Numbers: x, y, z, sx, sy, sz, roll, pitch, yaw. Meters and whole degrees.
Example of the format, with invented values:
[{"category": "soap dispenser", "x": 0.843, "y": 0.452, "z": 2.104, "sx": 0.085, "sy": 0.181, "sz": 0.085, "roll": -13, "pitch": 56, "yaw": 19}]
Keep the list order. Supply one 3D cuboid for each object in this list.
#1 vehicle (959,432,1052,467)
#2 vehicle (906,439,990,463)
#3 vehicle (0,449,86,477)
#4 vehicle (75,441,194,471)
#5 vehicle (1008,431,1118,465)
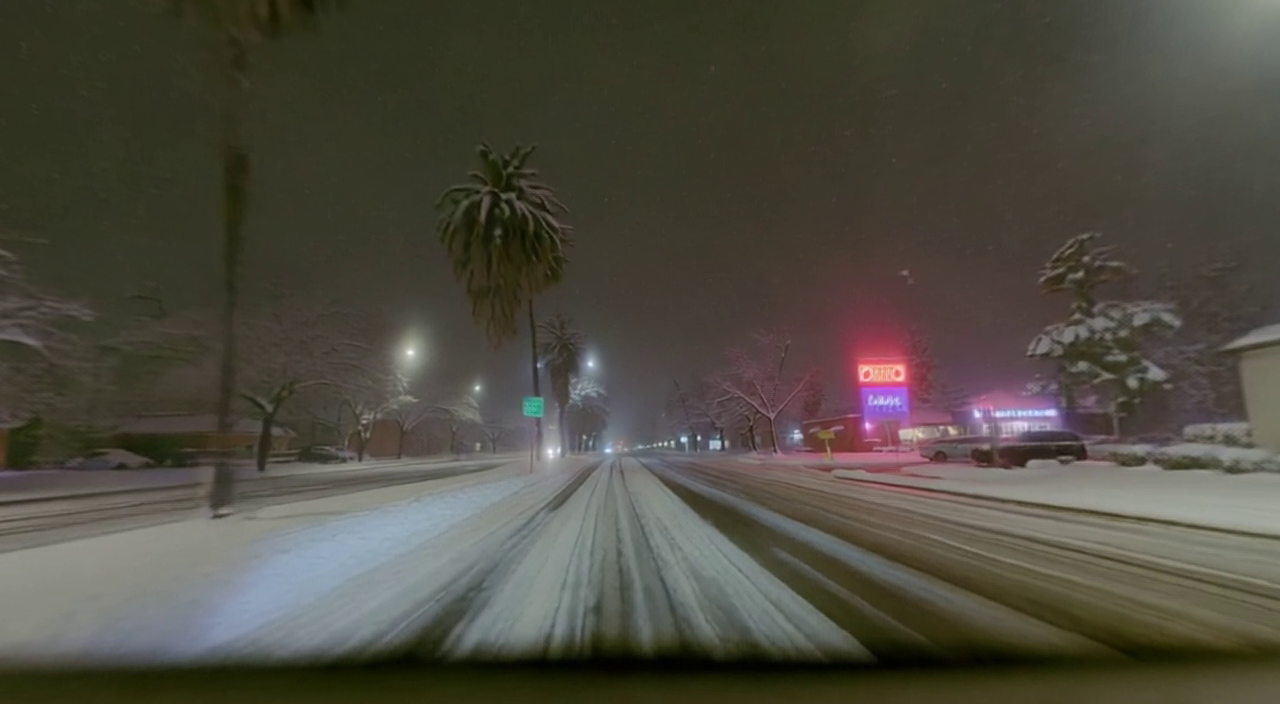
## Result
[{"category": "vehicle", "x": 17.067, "y": 4.582, "z": 29.747, "sx": 1.852, "sy": 1.487, "sz": 3.896, "roll": 0, "pitch": -8, "yaw": -4}, {"category": "vehicle", "x": 19.543, "y": 6.265, "z": 40.155, "sx": 4.382, "sy": 1.463, "sz": 1.869, "roll": 1, "pitch": -8, "yaw": -4}, {"category": "vehicle", "x": -33.485, "y": 6.059, "z": 34.469, "sx": 4.527, "sy": 1.453, "sz": 2.006, "roll": 0, "pitch": -9, "yaw": -3}, {"category": "vehicle", "x": -33.691, "y": 6.946, "z": 42.266, "sx": 5.621, "sy": 1.927, "sz": 2.501, "roll": 0, "pitch": -9, "yaw": -3}, {"category": "vehicle", "x": 19.871, "y": 4.560, "z": 29.969, "sx": 1.986, "sy": 1.454, "sz": 4.332, "roll": -1, "pitch": -9, "yaw": -4}]
